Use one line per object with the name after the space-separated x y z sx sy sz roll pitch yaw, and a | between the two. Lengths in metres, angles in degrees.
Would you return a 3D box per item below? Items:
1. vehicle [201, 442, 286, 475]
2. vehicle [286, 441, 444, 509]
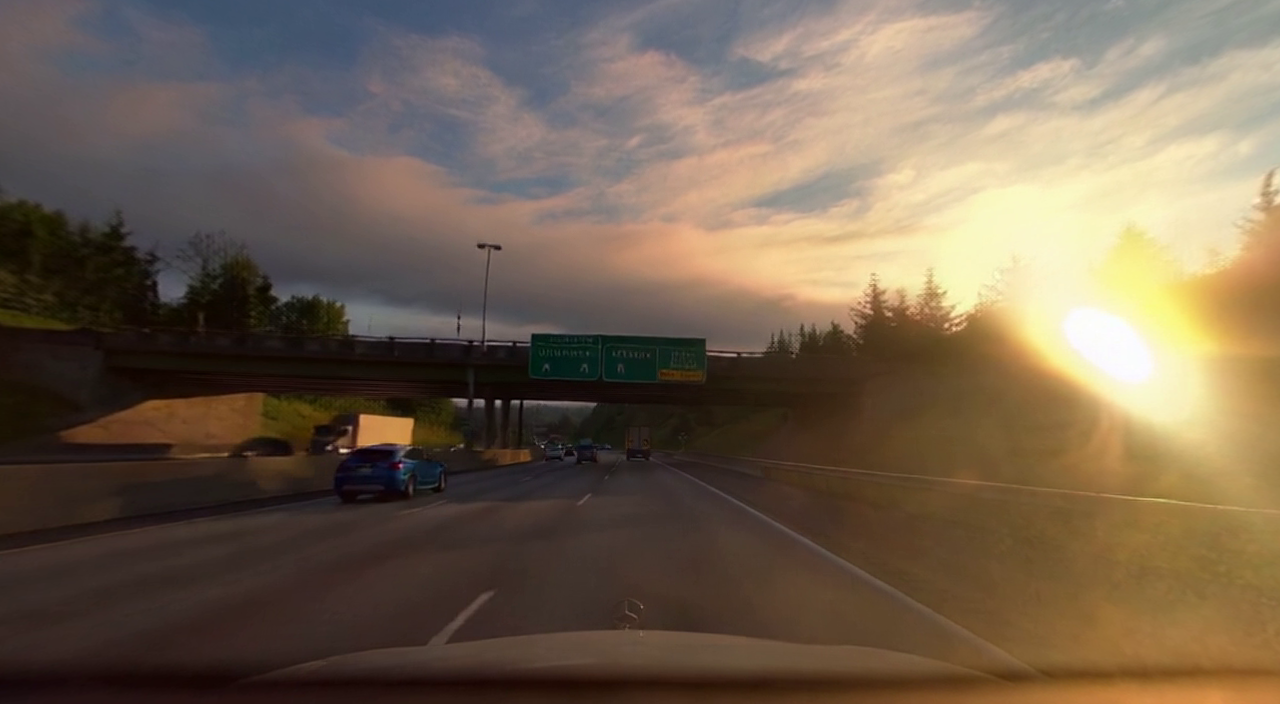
-17.861 4.793 28.586 1.653 1.376 3.364 0 -9 0 | vehicle
-6.848 3.089 16.388 2.038 1.489 4.603 0 -9 0 | vehicle
